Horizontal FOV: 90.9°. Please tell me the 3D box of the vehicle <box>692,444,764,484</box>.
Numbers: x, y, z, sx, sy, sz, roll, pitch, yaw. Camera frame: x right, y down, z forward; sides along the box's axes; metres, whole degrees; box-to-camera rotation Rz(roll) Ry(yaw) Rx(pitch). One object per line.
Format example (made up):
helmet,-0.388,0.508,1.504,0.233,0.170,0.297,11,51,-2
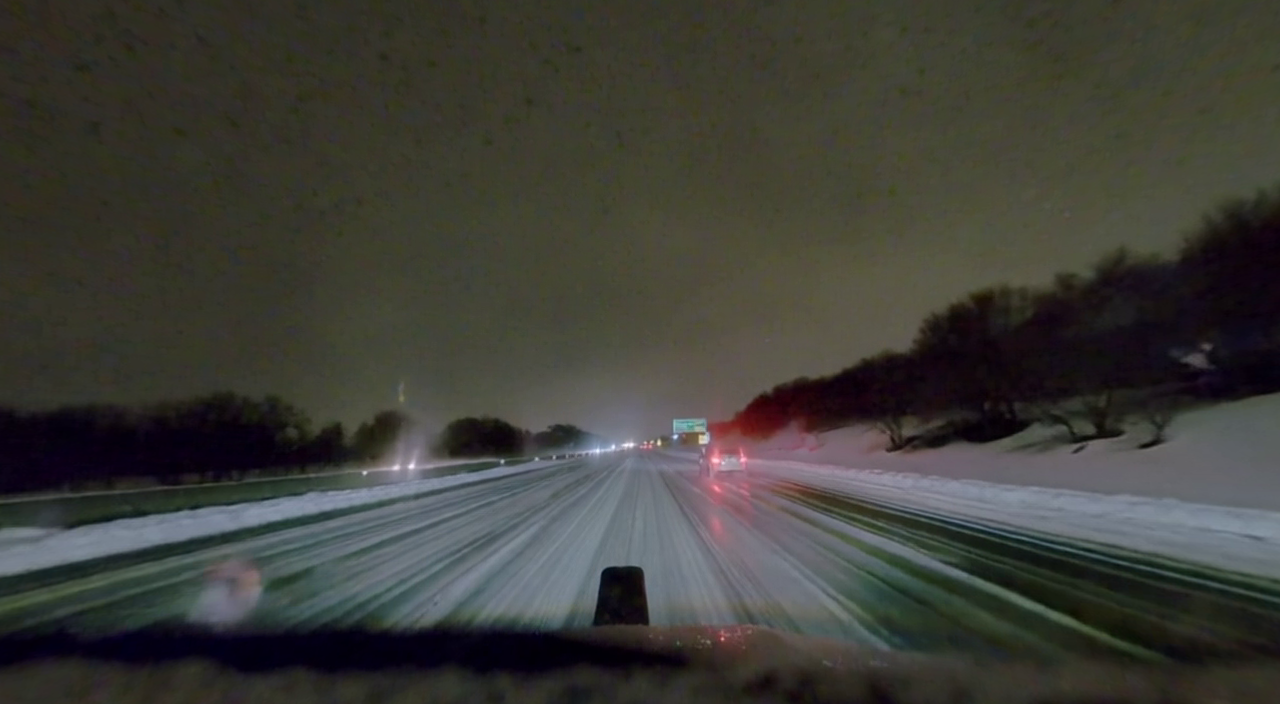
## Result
vehicle,3.430,4.470,25.580,2.193,1.462,4.533,0,-8,-1
